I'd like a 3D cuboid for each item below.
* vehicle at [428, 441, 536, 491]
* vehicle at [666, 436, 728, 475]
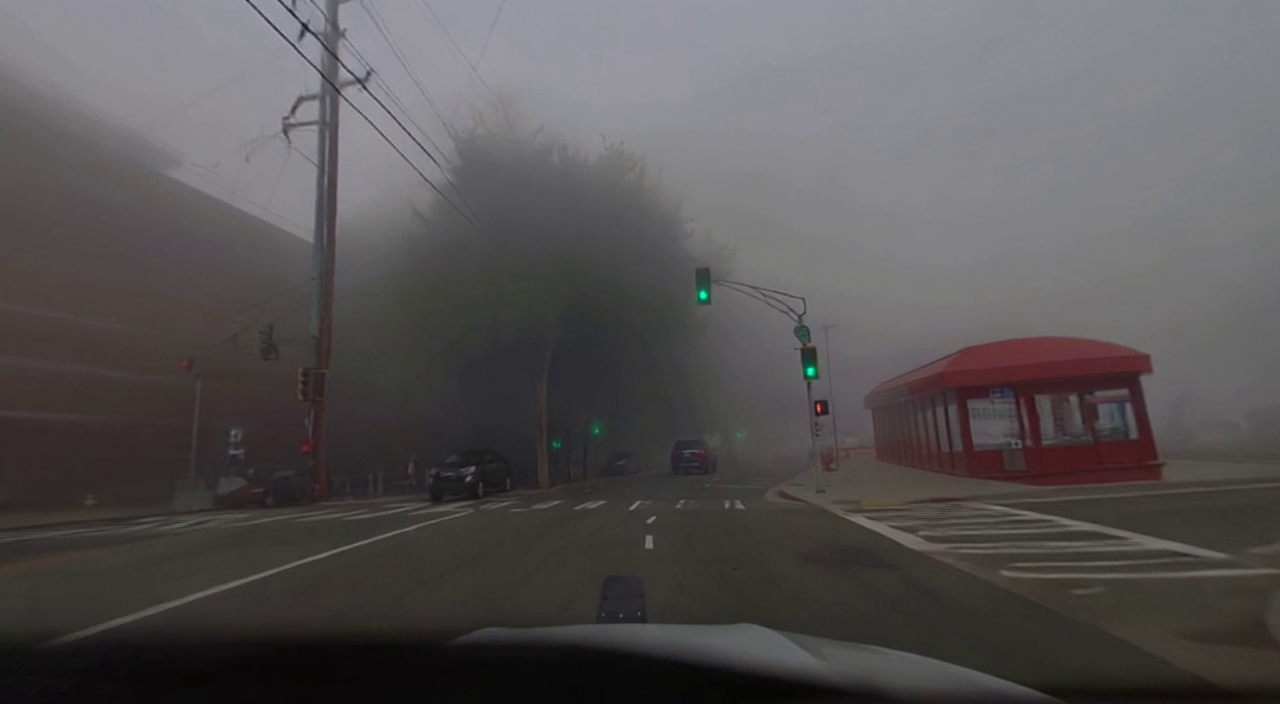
[{"bbox_3d":[-5.920,4.344,24.326,2.017,1.684,4.483,-3,-10,16],"label":"vehicle"},{"bbox_3d":[2.826,4.974,30.336,2.101,1.721,4.364,-3,-10,16],"label":"vehicle"}]
